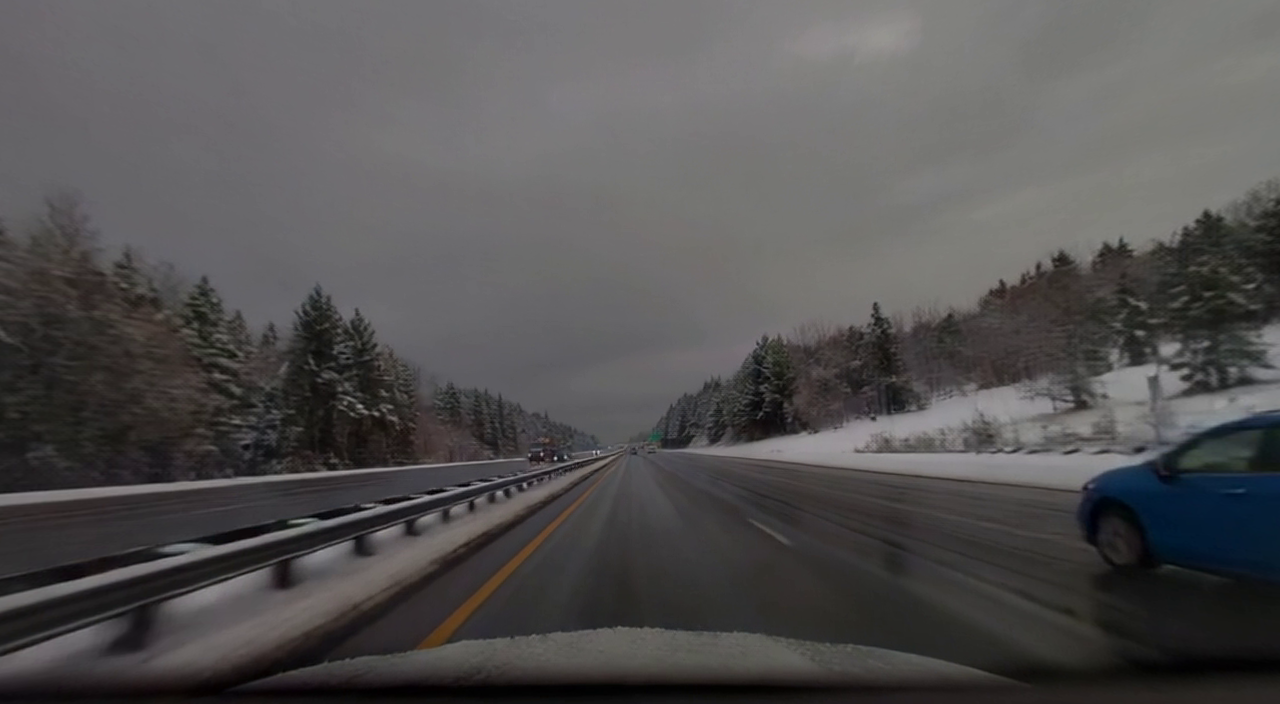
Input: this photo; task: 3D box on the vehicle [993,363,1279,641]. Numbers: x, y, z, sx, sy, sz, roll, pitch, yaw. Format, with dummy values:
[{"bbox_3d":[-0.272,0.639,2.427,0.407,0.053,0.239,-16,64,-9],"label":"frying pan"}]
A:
[{"bbox_3d":[5.199,1.087,4.895,2.117,1.783,4.627,-1,-9,-1],"label":"vehicle"}]
